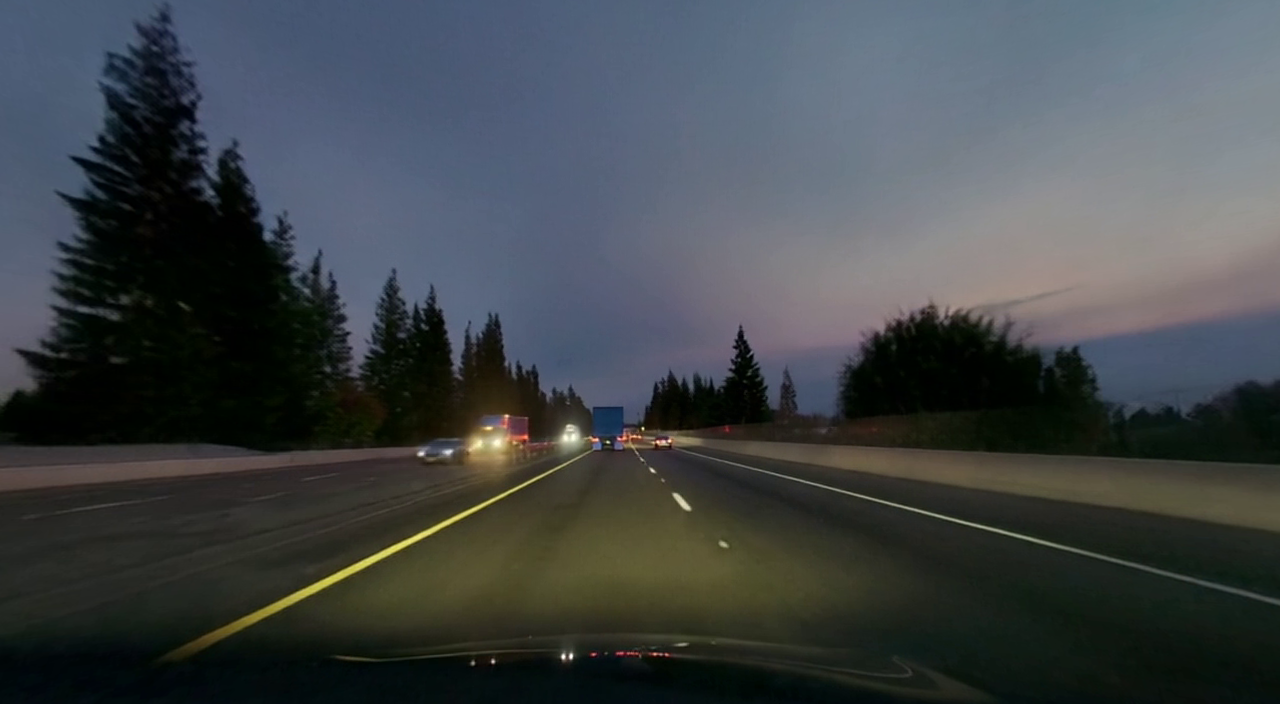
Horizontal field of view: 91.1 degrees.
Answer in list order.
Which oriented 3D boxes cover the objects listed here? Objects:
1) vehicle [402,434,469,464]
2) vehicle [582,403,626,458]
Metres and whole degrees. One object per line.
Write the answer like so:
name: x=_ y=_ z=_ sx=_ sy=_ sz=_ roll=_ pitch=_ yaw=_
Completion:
vehicle: x=-10.595 y=5.047 z=32.922 sx=2.002 sy=1.467 sz=4.406 roll=0 pitch=-8 yaw=0
vehicle: x=-2.153 y=4.881 z=38.946 sx=2.450 sy=3.098 sz=6.965 roll=0 pitch=-8 yaw=-2
